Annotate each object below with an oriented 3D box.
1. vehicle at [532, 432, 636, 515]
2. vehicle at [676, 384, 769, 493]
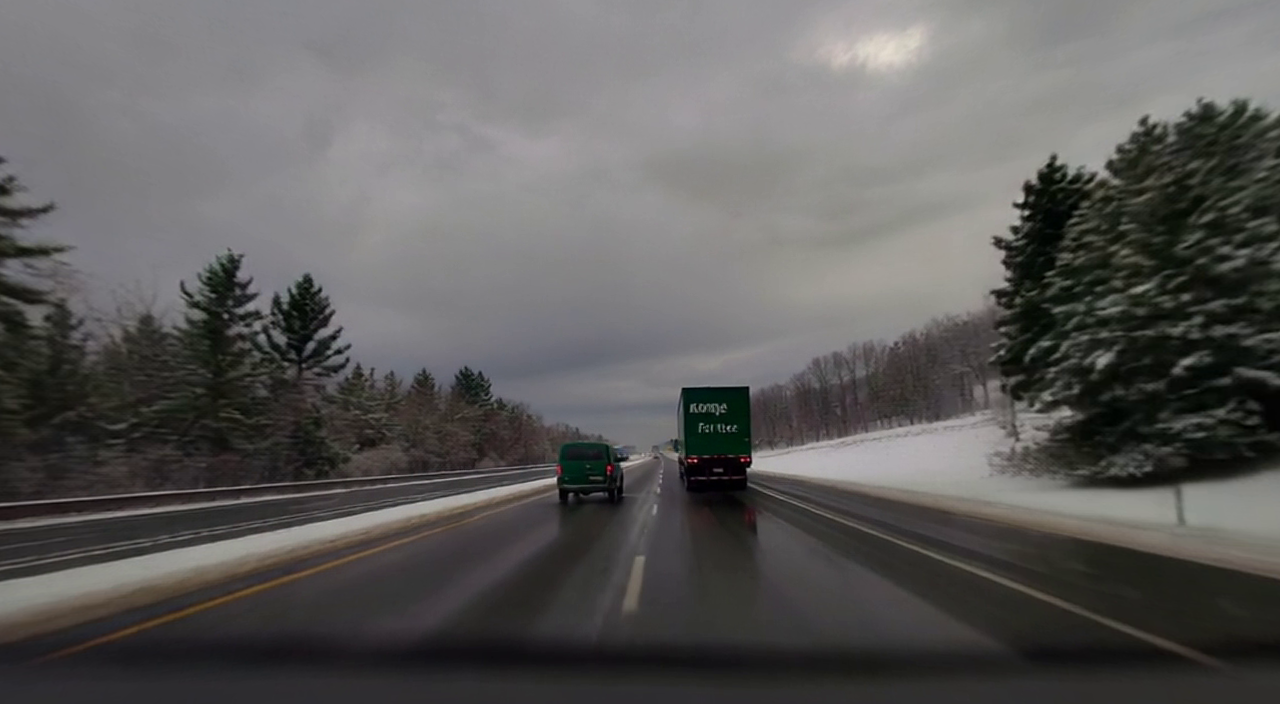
[{"bbox_3d":[-1.297,3.119,16.561,2.105,1.865,4.102,-1,-9,4],"label":"vehicle"},{"bbox_3d":[3.388,4.173,29.568,3.030,3.985,12.707,0,-9,2],"label":"vehicle"}]
